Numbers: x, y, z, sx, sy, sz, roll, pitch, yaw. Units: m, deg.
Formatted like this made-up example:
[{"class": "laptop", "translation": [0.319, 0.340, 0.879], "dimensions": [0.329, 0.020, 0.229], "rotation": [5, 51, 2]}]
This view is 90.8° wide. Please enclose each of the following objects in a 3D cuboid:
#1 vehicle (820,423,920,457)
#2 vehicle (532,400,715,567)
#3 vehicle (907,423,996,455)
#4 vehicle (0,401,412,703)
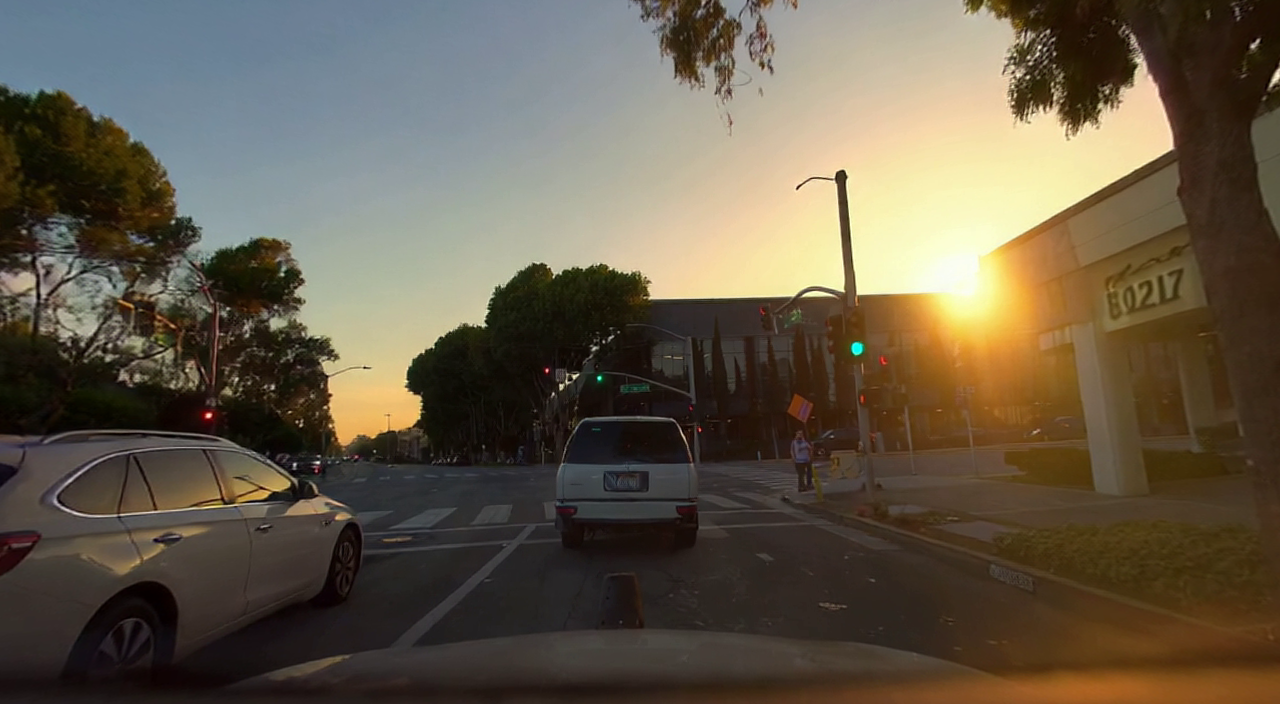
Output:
[{"class": "vehicle", "translation": [12.762, 4.906, 35.104], "dimensions": [4.872, 1.806, 2.107], "rotation": [3, -9, -19]}, {"class": "vehicle", "translation": [-0.188, 1.798, 9.340], "dimensions": [2.059, 1.877, 4.249], "rotation": [0, -8, 0]}, {"class": "vehicle", "translation": [16.361, 4.590, 33.247], "dimensions": [3.830, 1.545, 2.006], "rotation": [3, -9, -19]}, {"class": "vehicle", "translation": [-3.386, 1.259, 4.563], "dimensions": [2.011, 1.527, 4.008], "rotation": [0, -8, -1]}]
